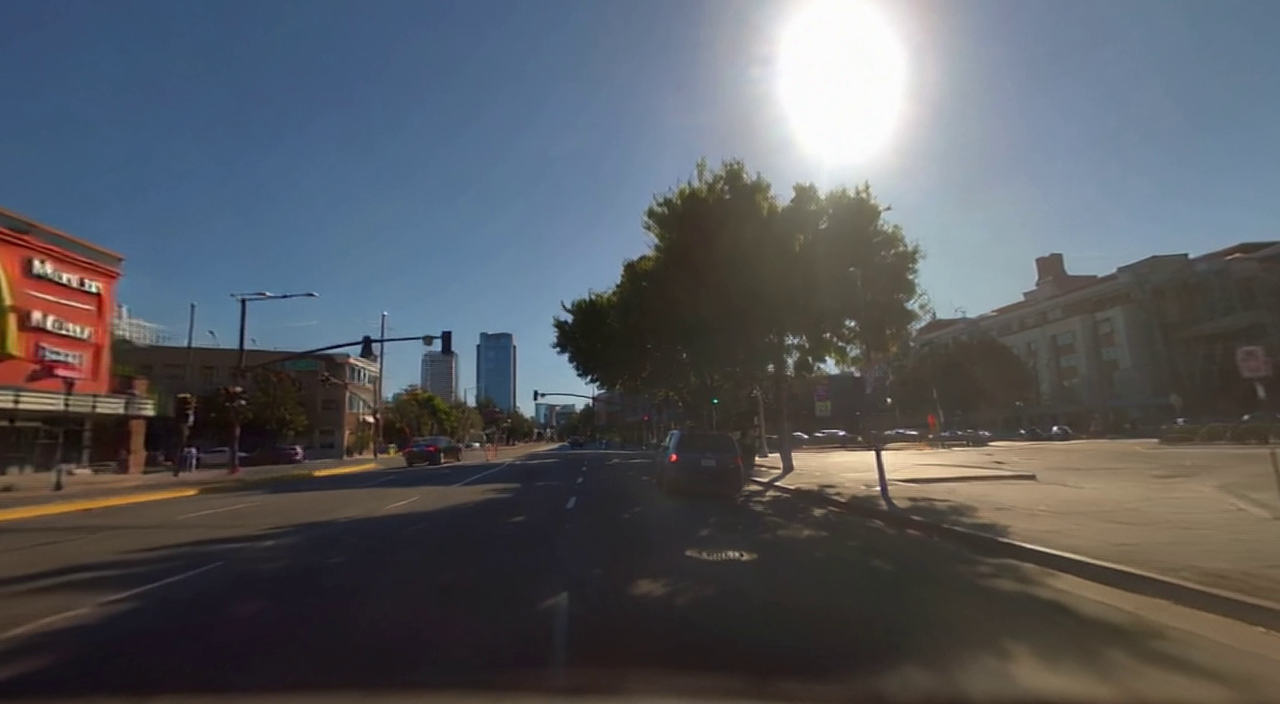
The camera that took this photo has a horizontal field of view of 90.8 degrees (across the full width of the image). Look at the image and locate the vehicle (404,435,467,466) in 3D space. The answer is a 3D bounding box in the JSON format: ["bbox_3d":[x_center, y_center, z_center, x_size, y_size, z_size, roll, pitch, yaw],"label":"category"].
[{"bbox_3d":[-10.353,5.019,32.261,1.924,1.458,4.448,0,-8,-3],"label":"vehicle"}]

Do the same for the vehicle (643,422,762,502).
[{"bbox_3d":[1.343,2.656,15.595,2.230,1.683,4.204,0,-8,-4],"label":"vehicle"}]
